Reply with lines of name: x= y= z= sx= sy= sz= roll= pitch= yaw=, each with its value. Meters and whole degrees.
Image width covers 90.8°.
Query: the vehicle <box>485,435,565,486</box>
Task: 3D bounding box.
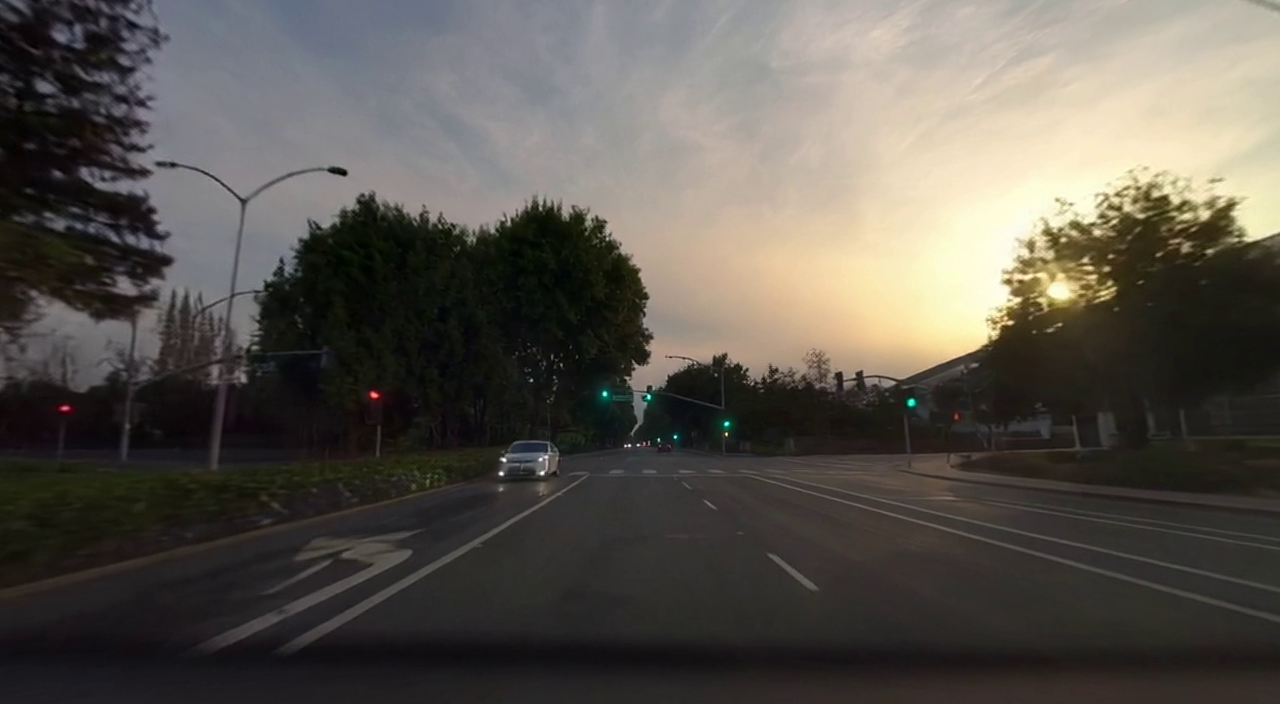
vehicle: x=-4.248 y=4.090 z=24.186 sx=2.156 sy=1.722 sz=4.484 roll=-1 pitch=-8 yaw=1
